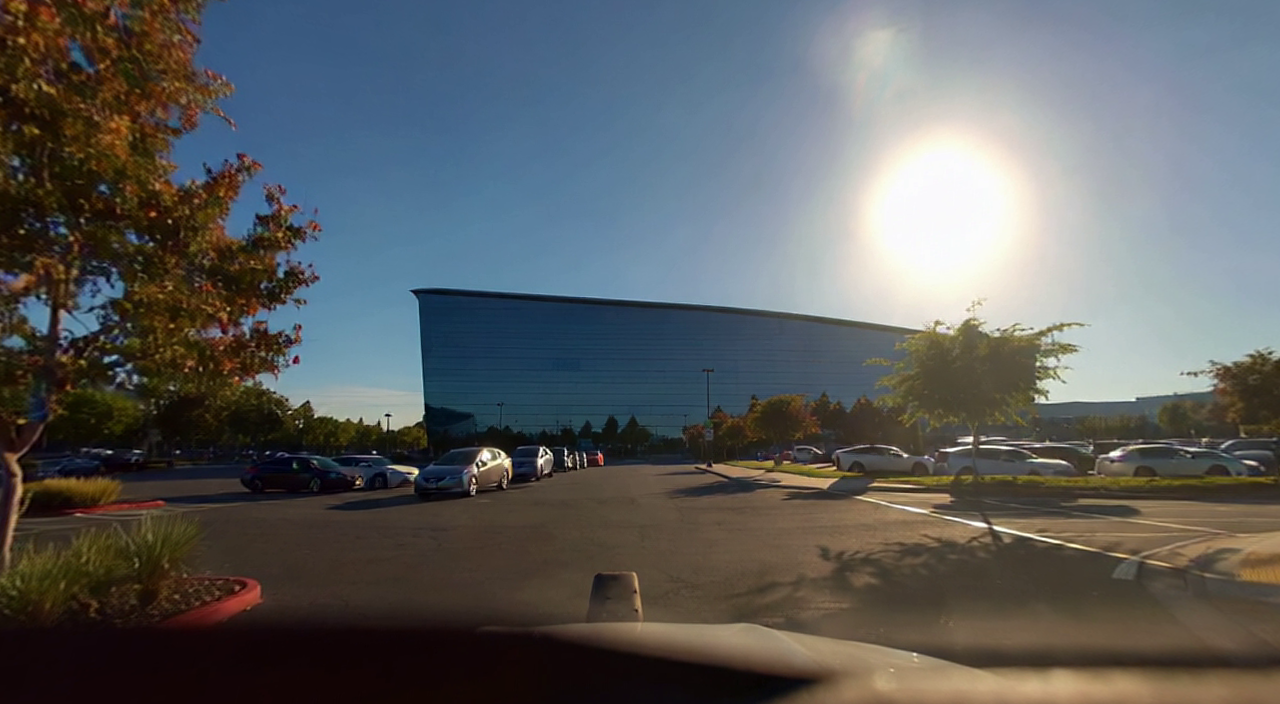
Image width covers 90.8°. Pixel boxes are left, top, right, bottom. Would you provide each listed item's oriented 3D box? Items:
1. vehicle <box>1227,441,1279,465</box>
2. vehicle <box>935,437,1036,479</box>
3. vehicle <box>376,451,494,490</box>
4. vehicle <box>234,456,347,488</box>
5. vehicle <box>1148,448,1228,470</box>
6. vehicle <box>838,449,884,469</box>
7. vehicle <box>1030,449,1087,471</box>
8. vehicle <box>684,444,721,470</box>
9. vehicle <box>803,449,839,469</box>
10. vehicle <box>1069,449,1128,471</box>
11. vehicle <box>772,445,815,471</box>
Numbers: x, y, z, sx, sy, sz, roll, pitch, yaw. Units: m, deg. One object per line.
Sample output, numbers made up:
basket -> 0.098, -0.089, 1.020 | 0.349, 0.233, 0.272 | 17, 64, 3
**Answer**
vehicle -> 43.053, 6.892, 43.049 | 1.758, 1.572, 4.421 | 0, -9, 1
vehicle -> 16.475, 5.064, 30.482 | 2.048, 1.852, 4.998 | 0, -9, 0
vehicle -> -8.701, 4.995, 26.879 | 4.442, 1.504, 1.809 | 5, -10, -28
vehicle -> -16.708, 5.722, 30.336 | 4.331, 1.437, 1.876 | 0, -9, 3
vehicle -> 37.013, 7.197, 42.817 | 1.678, 1.423, 4.191 | 0, -9, 0
vehicle -> 17.076, 8.260, 49.005 | 1.971, 1.478, 4.477 | 0, -9, 1
vehicle -> 28.341, 7.317, 42.910 | 1.495, 1.371, 3.336 | -1, -9, -1
vehicle -> 4.610, 7.787, 47.218 | 2.262, 1.794, 5.331 | 0, -8, 1
vehicle -> 14.178, 8.347, 49.614 | 1.935, 1.477, 3.719 | 0, -9, 3
vehicle -> 31.322, 7.364, 43.265 | 1.519, 1.371, 3.278 | 0, -9, 0
vehicle -> 10.530, 7.267, 43.661 | 1.936, 1.673, 4.305 | 0, -8, 0
